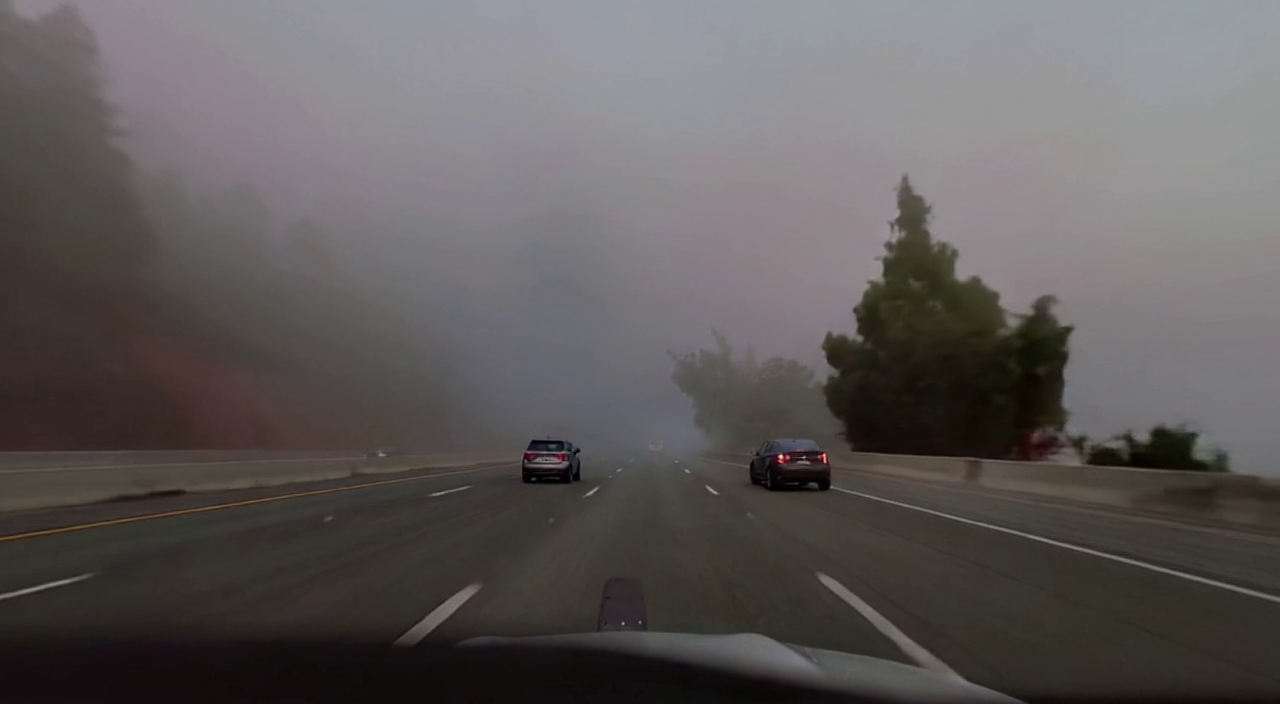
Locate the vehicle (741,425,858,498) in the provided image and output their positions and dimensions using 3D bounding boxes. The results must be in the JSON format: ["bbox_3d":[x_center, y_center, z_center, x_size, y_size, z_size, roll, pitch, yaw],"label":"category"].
[{"bbox_3d":[4.324,3.053,17.866,2.149,1.796,4.487,0,-8,0],"label":"vehicle"}]

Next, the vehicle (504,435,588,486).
[{"bbox_3d":[-3.177,3.776,22.222,2.166,1.608,4.297,0,-8,2],"label":"vehicle"}]
